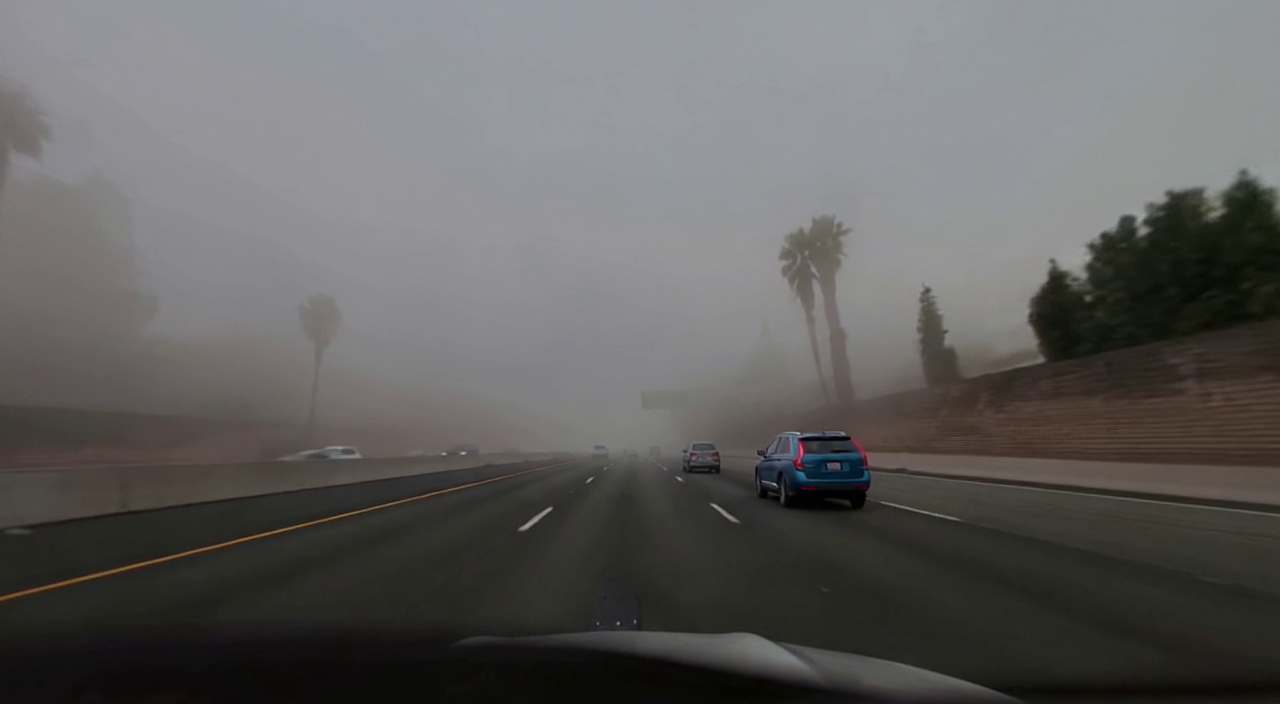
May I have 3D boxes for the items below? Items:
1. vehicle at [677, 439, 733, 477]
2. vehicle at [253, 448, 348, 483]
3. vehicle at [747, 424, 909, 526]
[{"bbox_3d":[2.982,4.986,30.016,2.045,1.688,4.313,0,-8,-2],"label":"vehicle"},{"bbox_3d":[-16.143,5.411,30.453,1.859,1.496,4.829,0,-8,0],"label":"vehicle"},{"bbox_3d":[3.528,2.378,12.805,1.910,1.696,4.187,0,-8,-1],"label":"vehicle"}]
